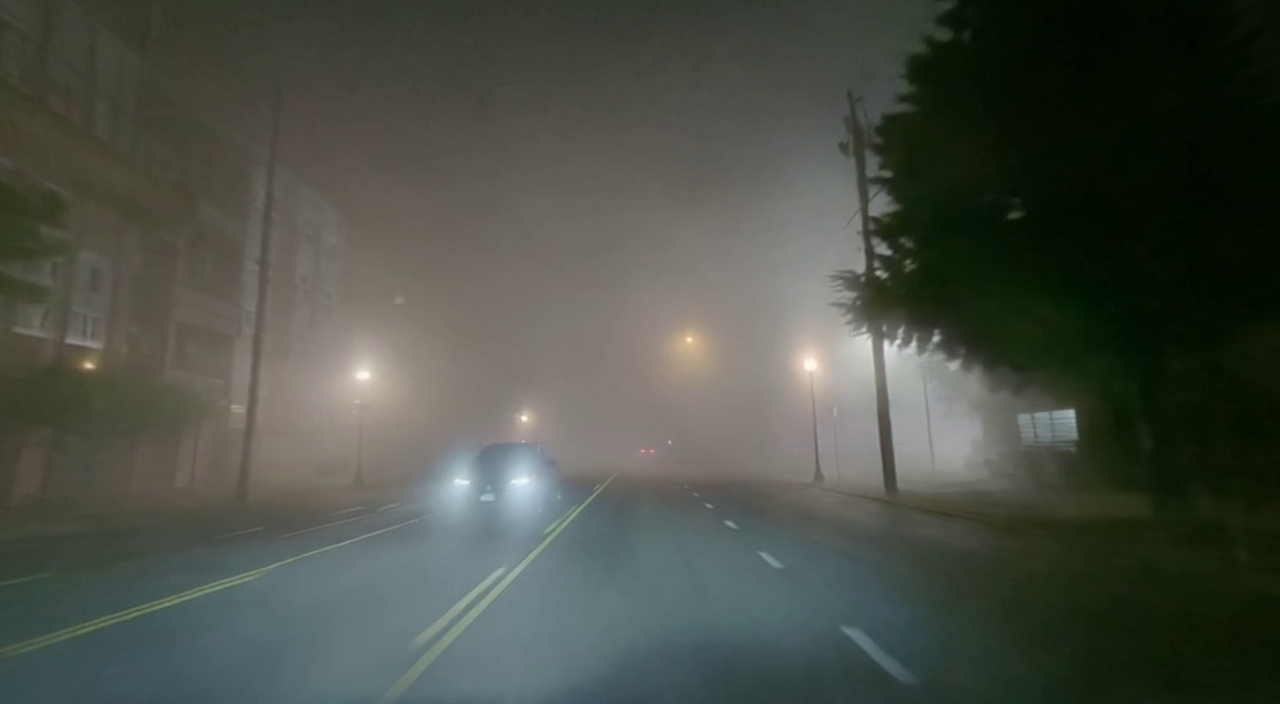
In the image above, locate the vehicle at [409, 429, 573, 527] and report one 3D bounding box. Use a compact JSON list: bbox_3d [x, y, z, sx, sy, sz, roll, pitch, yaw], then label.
[{"bbox_3d":[-2.901,2.587,13.483,2.332,1.732,4.463,0,-9,1],"label":"vehicle"}]
